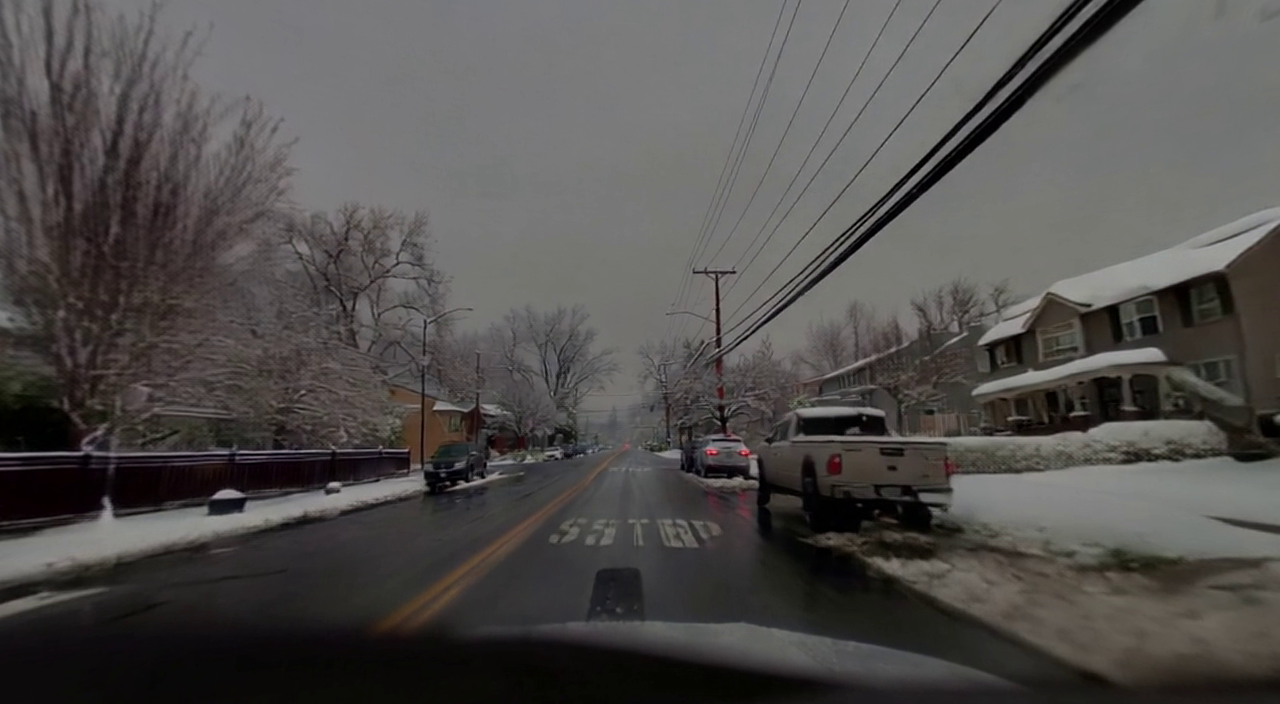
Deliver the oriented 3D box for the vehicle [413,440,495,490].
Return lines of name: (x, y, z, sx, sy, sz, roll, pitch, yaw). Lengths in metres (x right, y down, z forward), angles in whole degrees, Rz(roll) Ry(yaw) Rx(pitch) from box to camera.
vehicle: (-7.392, 4.585, 25.505, 1.980, 1.664, 4.342, -5, -11, 0)

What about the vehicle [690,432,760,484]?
vehicle: (3.102, 3.998, 23.998, 1.993, 1.778, 4.311, 0, -9, 0)

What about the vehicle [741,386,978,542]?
vehicle: (3.386, 1.913, 11.340, 2.111, 2.054, 5.748, 0, -9, -1)
